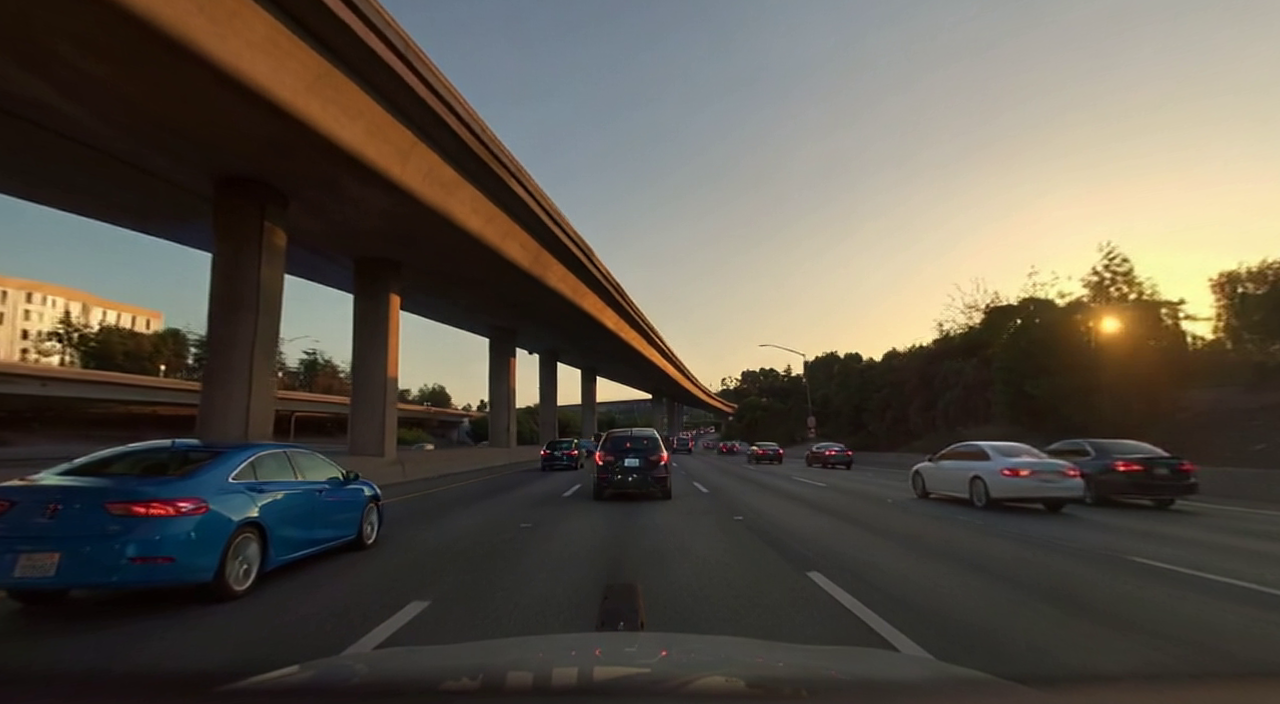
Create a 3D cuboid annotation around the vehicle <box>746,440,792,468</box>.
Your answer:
[{"bbox_3d":[7.493,5.947,36.765,1.880,1.526,3.641,1,-9,0],"label":"vehicle"}]

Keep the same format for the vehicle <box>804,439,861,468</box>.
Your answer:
[{"bbox_3d":[11.592,6.127,38.262,1.992,1.625,4.359,1,-9,-1],"label":"vehicle"}]

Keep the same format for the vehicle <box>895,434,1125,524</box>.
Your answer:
[{"bbox_3d":[7.375,2.561,13.277,2.049,1.521,4.604,0,-9,0],"label":"vehicle"}]

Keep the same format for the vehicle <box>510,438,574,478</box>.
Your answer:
[{"bbox_3d":[-3.993,4.417,26.384,1.947,1.516,4.295,0,-9,1],"label":"vehicle"}]

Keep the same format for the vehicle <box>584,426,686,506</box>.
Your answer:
[{"bbox_3d":[-0.083,2.775,15.647,2.181,1.697,4.021,0,-9,1],"label":"vehicle"}]

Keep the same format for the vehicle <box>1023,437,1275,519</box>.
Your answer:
[{"bbox_3d":[11.035,2.730,14.209,2.008,1.516,4.385,0,-9,0],"label":"vehicle"}]

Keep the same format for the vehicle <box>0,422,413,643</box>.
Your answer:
[{"bbox_3d":[-4.178,1.566,6.563,1.974,1.478,4.412,0,-9,0],"label":"vehicle"}]
